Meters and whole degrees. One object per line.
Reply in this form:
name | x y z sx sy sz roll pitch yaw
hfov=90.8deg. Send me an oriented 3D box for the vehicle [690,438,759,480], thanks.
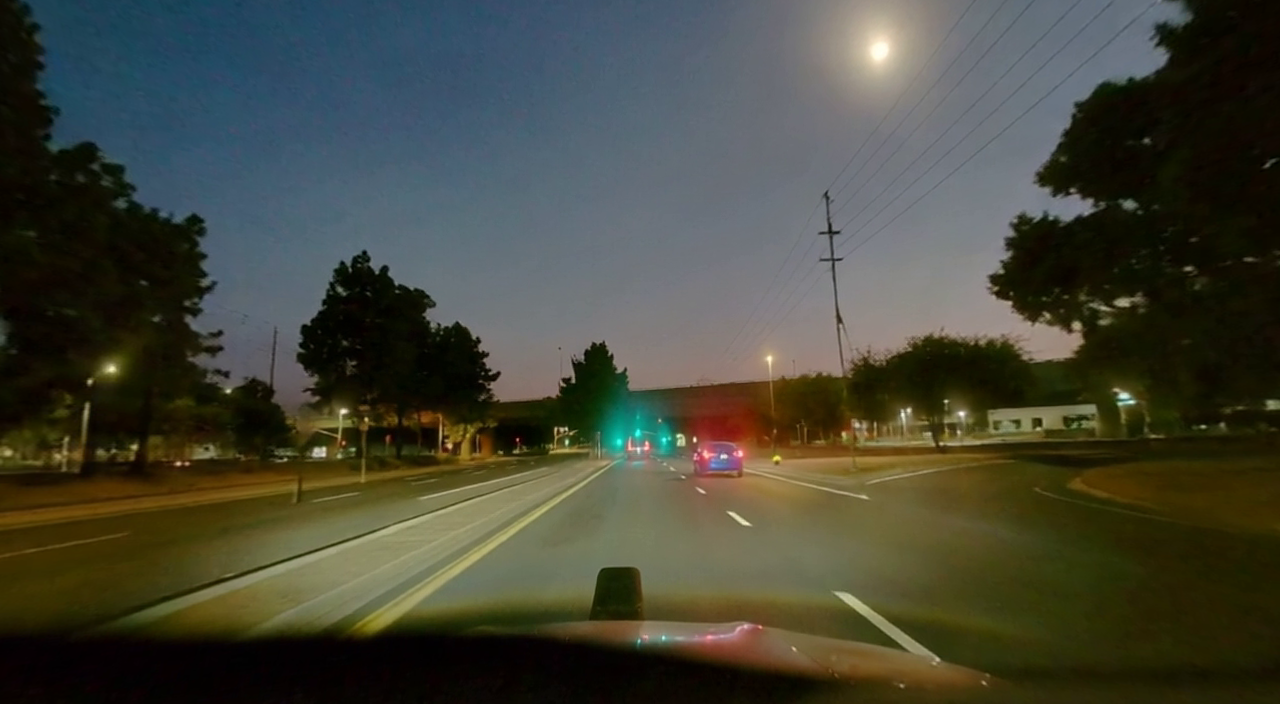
vehicle | 3.273 4.245 25.395 2.062 1.484 4.332 0 -8 -1
